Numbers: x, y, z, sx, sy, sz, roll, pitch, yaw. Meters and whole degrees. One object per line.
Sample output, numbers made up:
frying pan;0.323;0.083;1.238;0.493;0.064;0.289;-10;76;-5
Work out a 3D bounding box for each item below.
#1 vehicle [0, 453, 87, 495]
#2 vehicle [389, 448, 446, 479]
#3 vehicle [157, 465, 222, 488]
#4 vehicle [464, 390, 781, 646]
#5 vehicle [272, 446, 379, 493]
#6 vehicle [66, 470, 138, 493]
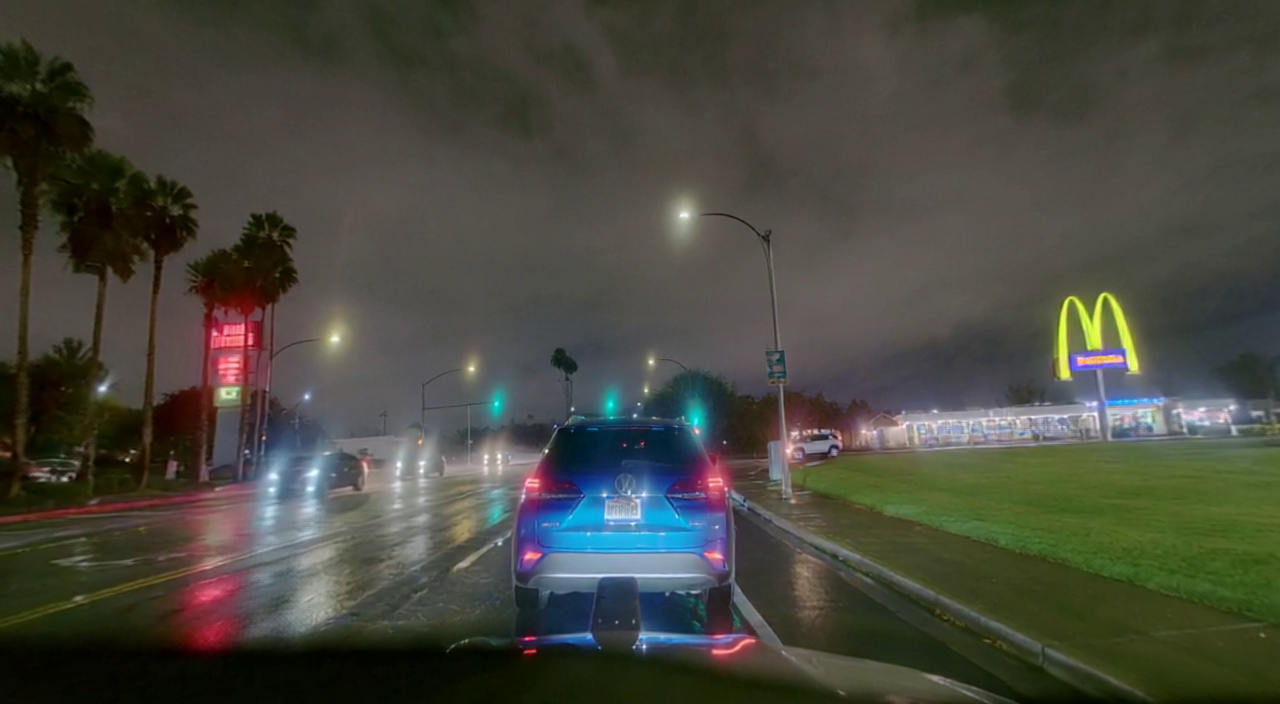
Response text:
vehicle;-28.112;5.427;28.219;4.584;1.714;2.186;4;-10;-27
vehicle;-14.177;7.104;40.576;2.029;1.820;4.915;0;-9;-1
vehicle;-33.392;9.224;46.973;1.792;1.439;3.952;0;-9;2
vehicle;-0.139;1.419;6.330;2.137;1.728;3.926;0;-9;-1
vehicle;-12.709;4.741;25.884;1.965;1.718;4.466;0;-9;2
vehicle;-39.934;9.616;47.039;1.602;1.400;4.220;0;-9;0
